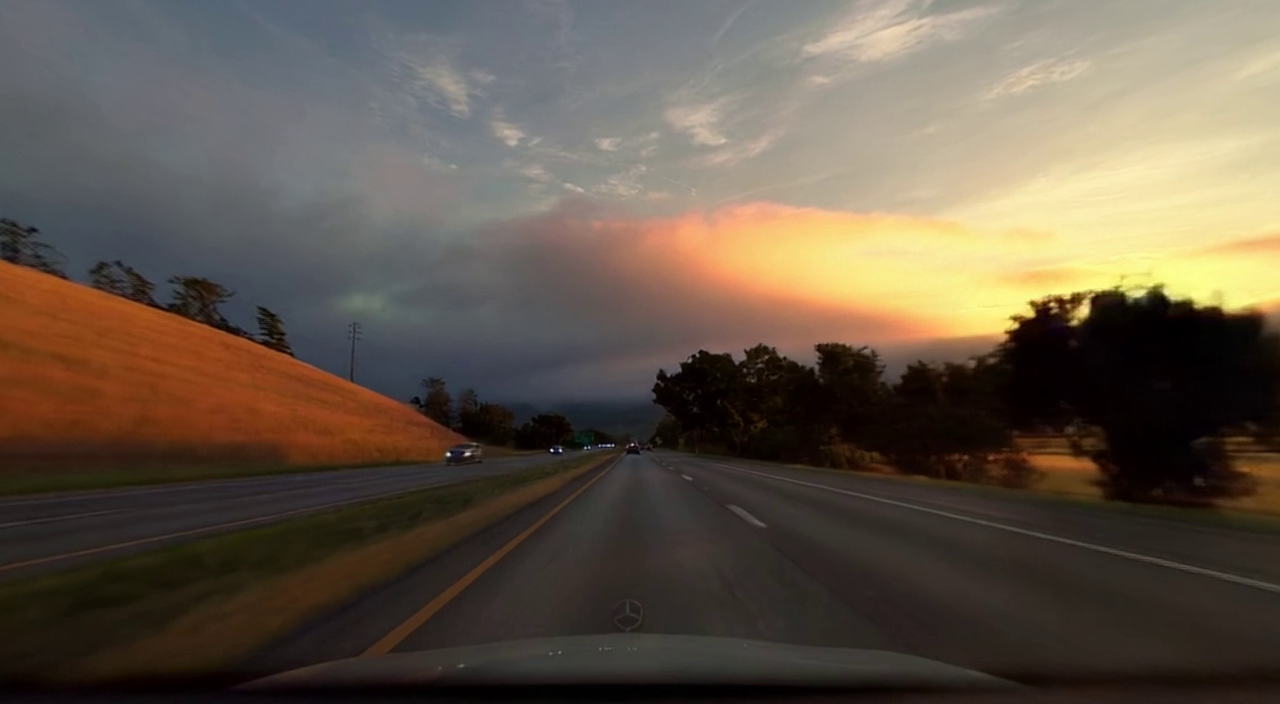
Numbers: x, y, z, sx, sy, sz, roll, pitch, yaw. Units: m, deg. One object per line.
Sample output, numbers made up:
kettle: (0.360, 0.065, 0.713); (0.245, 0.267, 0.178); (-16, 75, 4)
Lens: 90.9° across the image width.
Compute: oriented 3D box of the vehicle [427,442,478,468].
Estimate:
vehicle: (-12.581, 6.964, 42.581); (2.025, 1.628, 4.464); (0, -9, 0)
